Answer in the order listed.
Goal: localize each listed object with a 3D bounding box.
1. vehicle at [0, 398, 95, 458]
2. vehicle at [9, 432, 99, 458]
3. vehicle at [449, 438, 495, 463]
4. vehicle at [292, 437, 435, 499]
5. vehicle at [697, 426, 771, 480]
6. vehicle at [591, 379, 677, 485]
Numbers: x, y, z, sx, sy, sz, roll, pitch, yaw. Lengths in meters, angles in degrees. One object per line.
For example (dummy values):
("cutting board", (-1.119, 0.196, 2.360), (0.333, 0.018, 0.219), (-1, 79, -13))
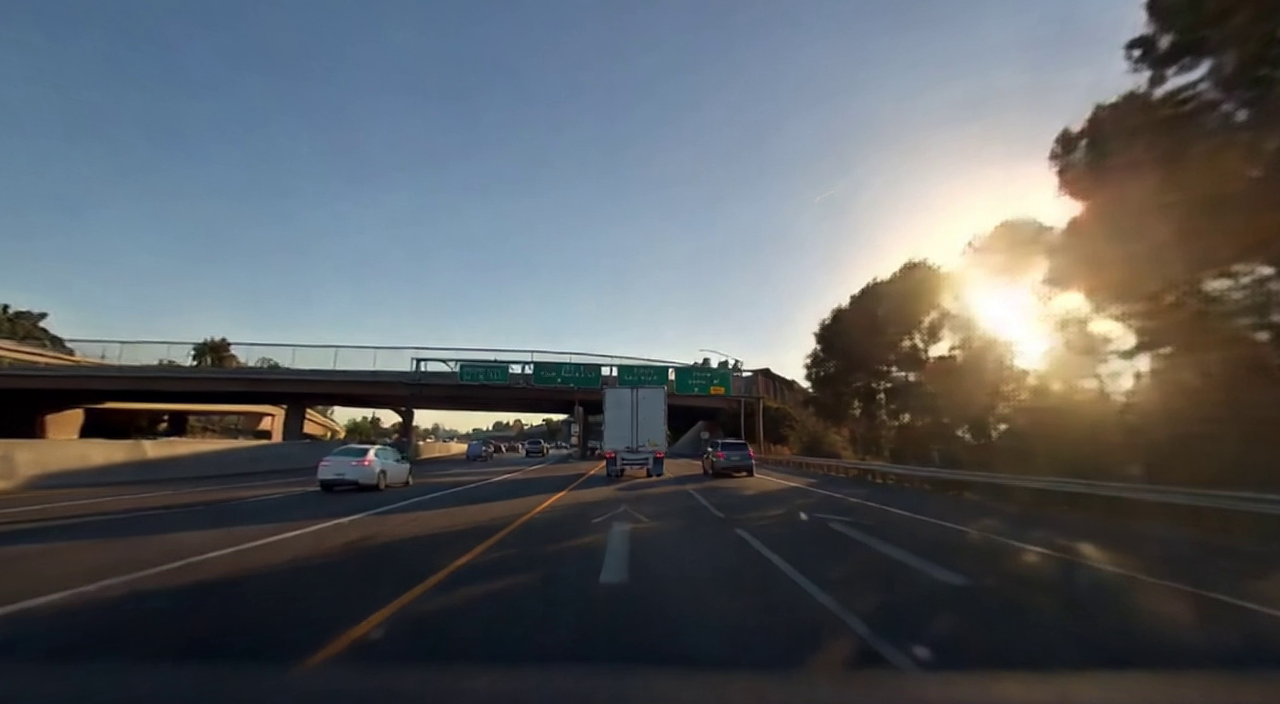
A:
("vehicle", (-42.367, 5.295, 43.281), (2.948, 3.750, 7.867), (0, -8, -3))
("vehicle", (-38.859, 6.168, 41.965), (1.824, 1.623, 4.444), (0, -8, -3))
("vehicle", (-12.132, 7.135, 45.933), (2.119, 1.747, 5.121), (0, -8, -2))
("vehicle", (-7.684, 3.243, 18.188), (2.057, 1.506, 4.829), (0, -8, -1))
("vehicle", (3.733, 4.127, 26.067), (2.174, 1.968, 5.016), (0, -8, -1))
("vehicle", (-0.282, 3.460, 26.845), (2.916, 3.584, 10.841), (0, -8, -1))
